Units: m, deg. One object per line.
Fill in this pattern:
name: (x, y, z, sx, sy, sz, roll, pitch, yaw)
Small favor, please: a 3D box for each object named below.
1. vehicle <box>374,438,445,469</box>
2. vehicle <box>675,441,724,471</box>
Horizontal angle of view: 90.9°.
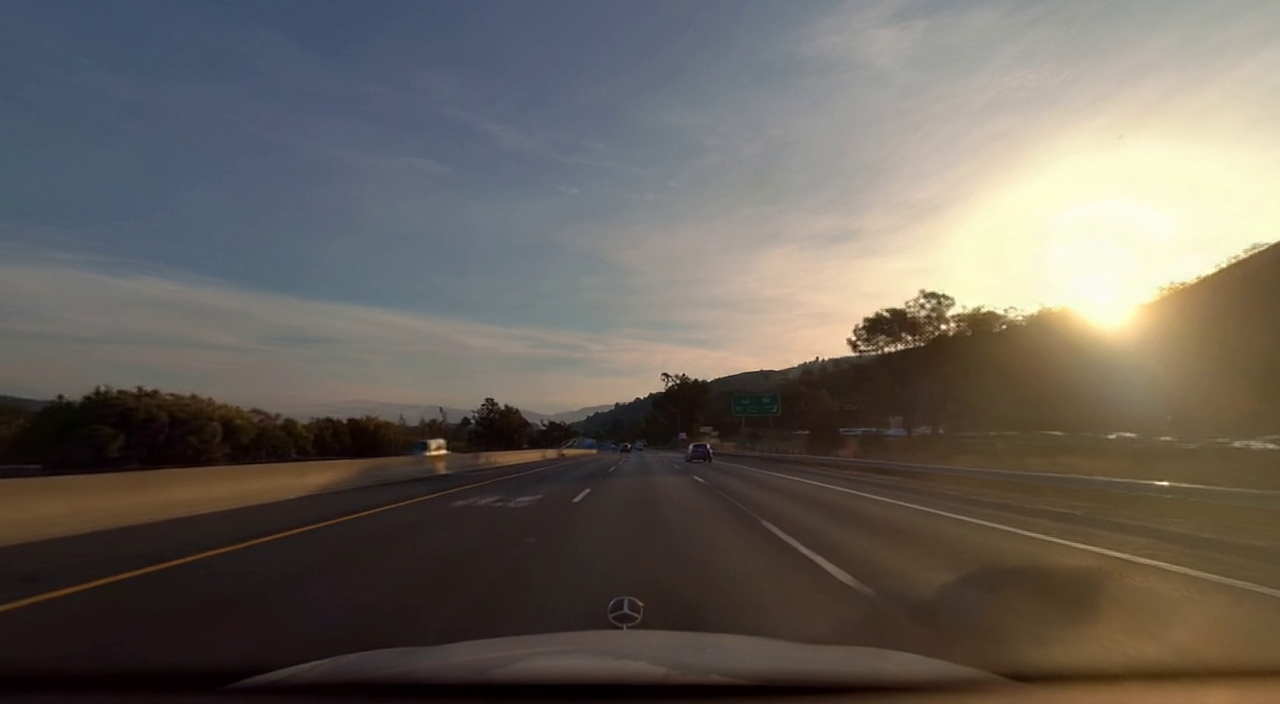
vehicle: (-13.889, 6.146, 38.400, 2.169, 1.748, 5.228, -1, -8, 2)
vehicle: (3.139, 5.601, 34.209, 2.193, 1.462, 4.533, 0, -8, -1)
